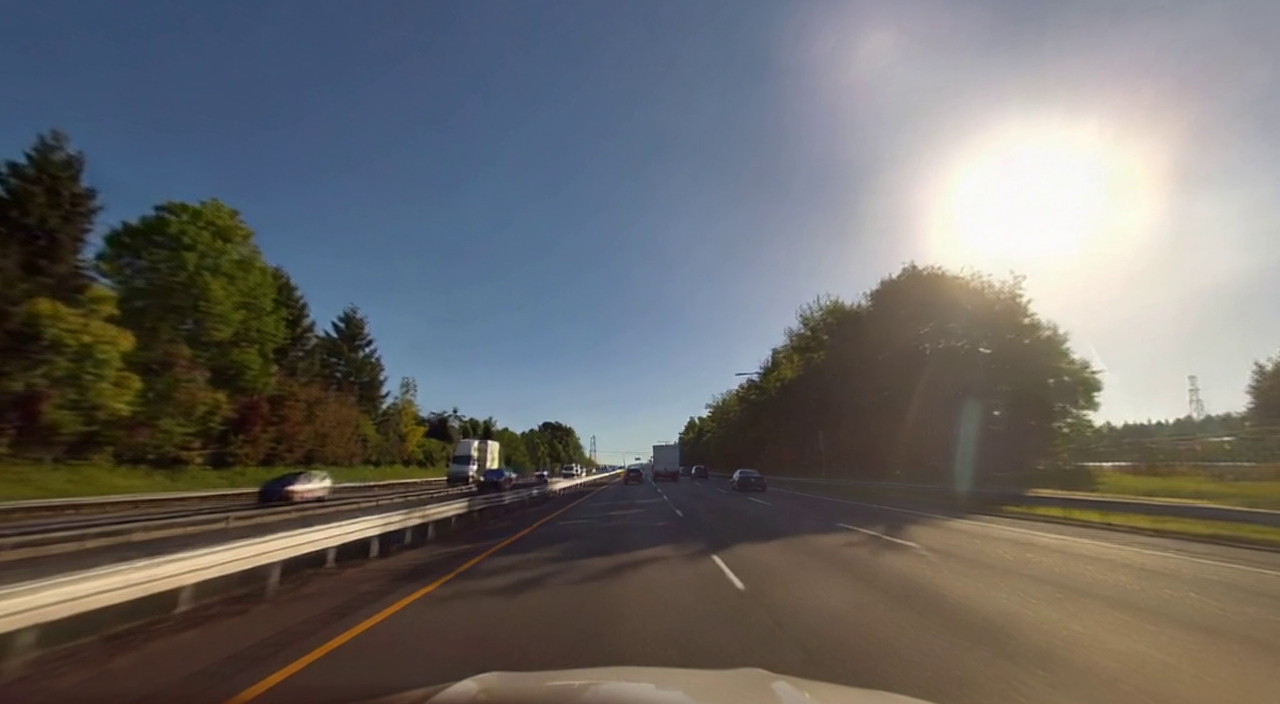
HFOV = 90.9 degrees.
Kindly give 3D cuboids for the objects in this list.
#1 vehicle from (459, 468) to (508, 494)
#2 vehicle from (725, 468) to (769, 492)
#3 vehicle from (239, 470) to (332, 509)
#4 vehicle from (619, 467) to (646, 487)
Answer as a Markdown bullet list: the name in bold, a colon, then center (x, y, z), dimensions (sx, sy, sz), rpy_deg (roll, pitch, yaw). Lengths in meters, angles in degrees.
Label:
- **vehicle**: center (-9.782, 8.099, 39.771), dimensions (1.931, 1.502, 4.561), rpy_deg (1, -11, -1)
- **vehicle**: center (6.939, 8.355, 41.306), dimensions (1.977, 1.494, 4.311), rpy_deg (1, -11, -2)
- **vehicle**: center (-14.589, 5.655, 26.148), dimensions (1.784, 1.434, 3.576), rpy_deg (1, -11, -1)
- **vehicle**: center (-0.606, 9.874, 49.839), dimensions (2.025, 1.452, 3.927), rpy_deg (1, -11, -1)
